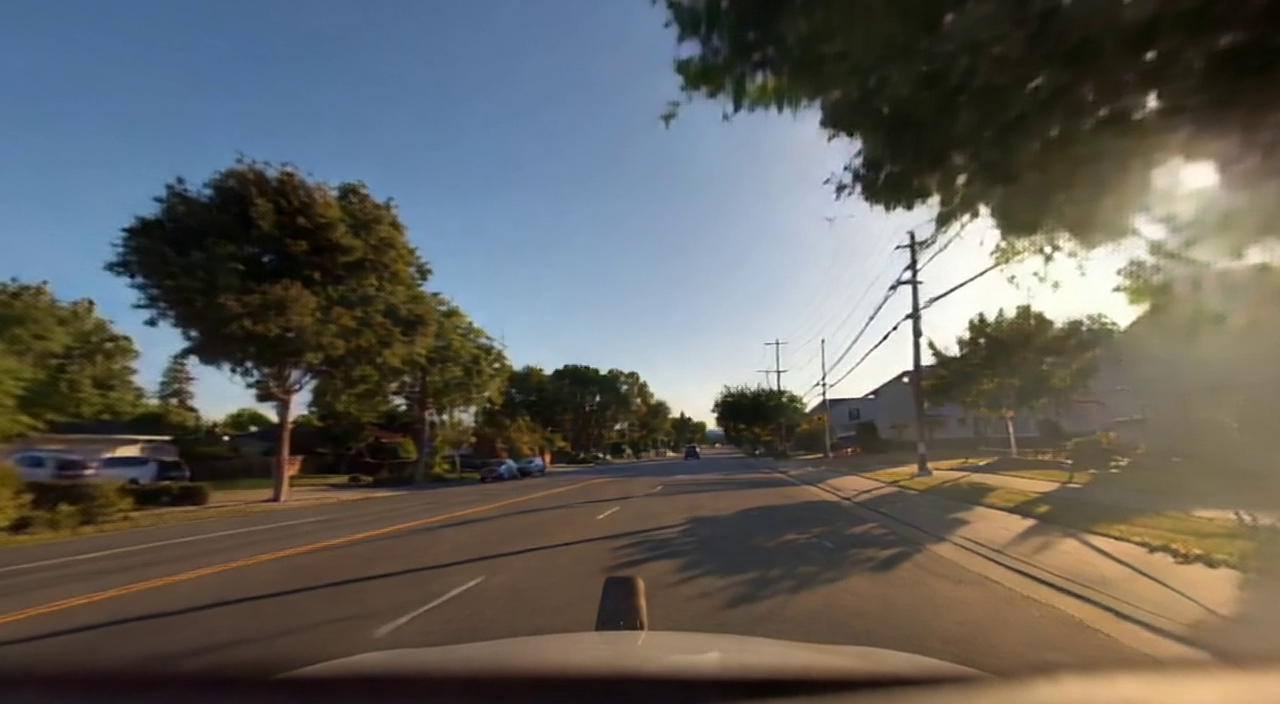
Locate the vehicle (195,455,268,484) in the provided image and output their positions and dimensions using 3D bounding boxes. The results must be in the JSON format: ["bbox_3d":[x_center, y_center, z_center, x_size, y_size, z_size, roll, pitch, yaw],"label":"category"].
[{"bbox_3d":[-23.454,6.752,36.485,1.769,1.414,4.434,2,-8,-8],"label":"vehicle"}]

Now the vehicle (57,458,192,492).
[{"bbox_3d":[-24.031,5.740,29.617,4.326,1.452,2.121,1,-9,-5],"label":"vehicle"}]

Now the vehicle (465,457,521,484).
[{"bbox_3d":[-9.213,7.485,40.060,1.936,1.489,4.311,-2,-9,9],"label":"vehicle"}]

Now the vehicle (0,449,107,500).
[{"bbox_3d":[-25.248,4.880,25.494,5.866,1.877,2.280,-2,-8,9],"label":"vehicle"}]

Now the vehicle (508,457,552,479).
[{"bbox_3d":[-8.097,8.588,46.990,1.863,1.481,4.363,-4,-9,9],"label":"vehicle"}]
